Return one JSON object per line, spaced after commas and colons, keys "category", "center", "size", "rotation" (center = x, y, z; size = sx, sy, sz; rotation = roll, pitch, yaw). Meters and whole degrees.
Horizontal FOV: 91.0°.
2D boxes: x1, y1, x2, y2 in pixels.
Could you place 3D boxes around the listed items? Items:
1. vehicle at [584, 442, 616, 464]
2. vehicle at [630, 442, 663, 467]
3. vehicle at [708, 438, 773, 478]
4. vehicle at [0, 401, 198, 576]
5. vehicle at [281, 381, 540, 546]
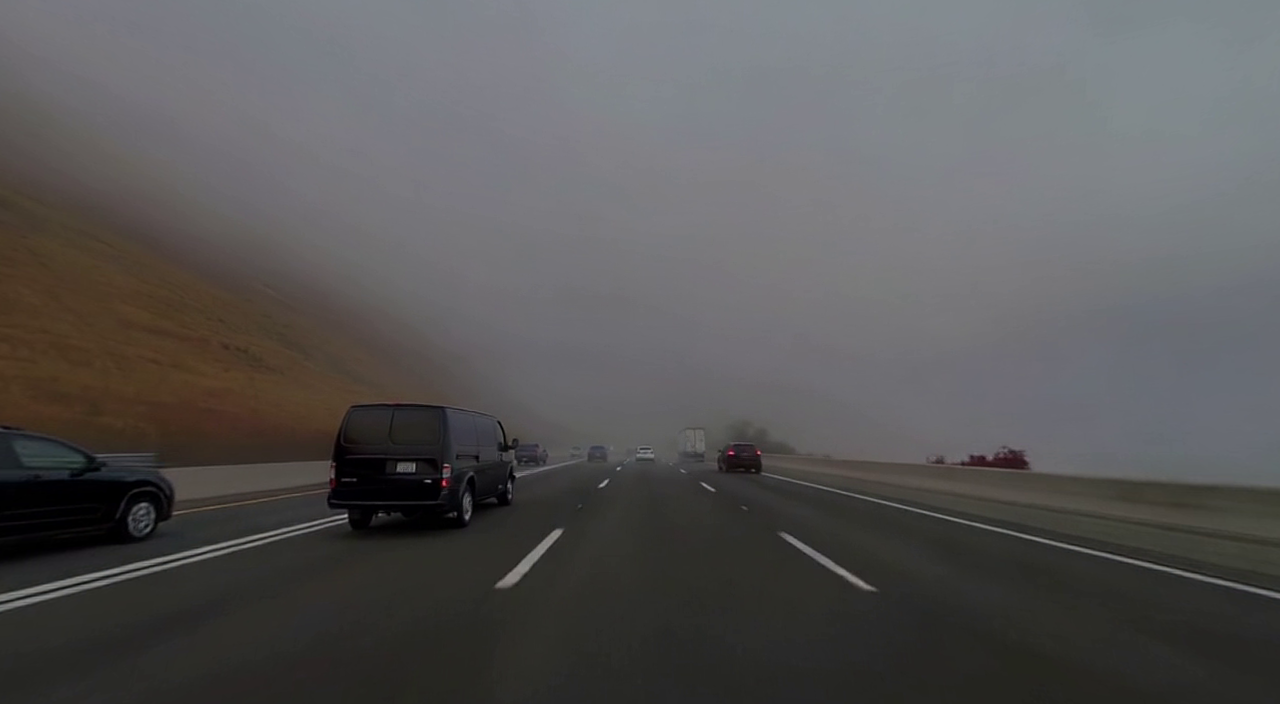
{"category": "vehicle", "center": [-3.042, 7.791, 48.489], "size": [2.138, 1.581, 4.340], "rotation": [0, -9, 0]}
{"category": "vehicle", "center": [0.415, 6.740, 41.469], "size": [2.014, 1.543, 3.804], "rotation": [0, -9, 0]}
{"category": "vehicle", "center": [4.249, 4.556, 27.258], "size": [2.051, 1.598, 4.145], "rotation": [0, -9, -1]}
{"category": "vehicle", "center": [-7.390, 1.392, 6.493], "size": [2.054, 1.715, 4.928], "rotation": [0, -9, 0]}
{"category": "vehicle", "center": [-3.543, 1.937, 11.415], "size": [2.421, 2.203, 5.775], "rotation": [0, -9, 1]}
